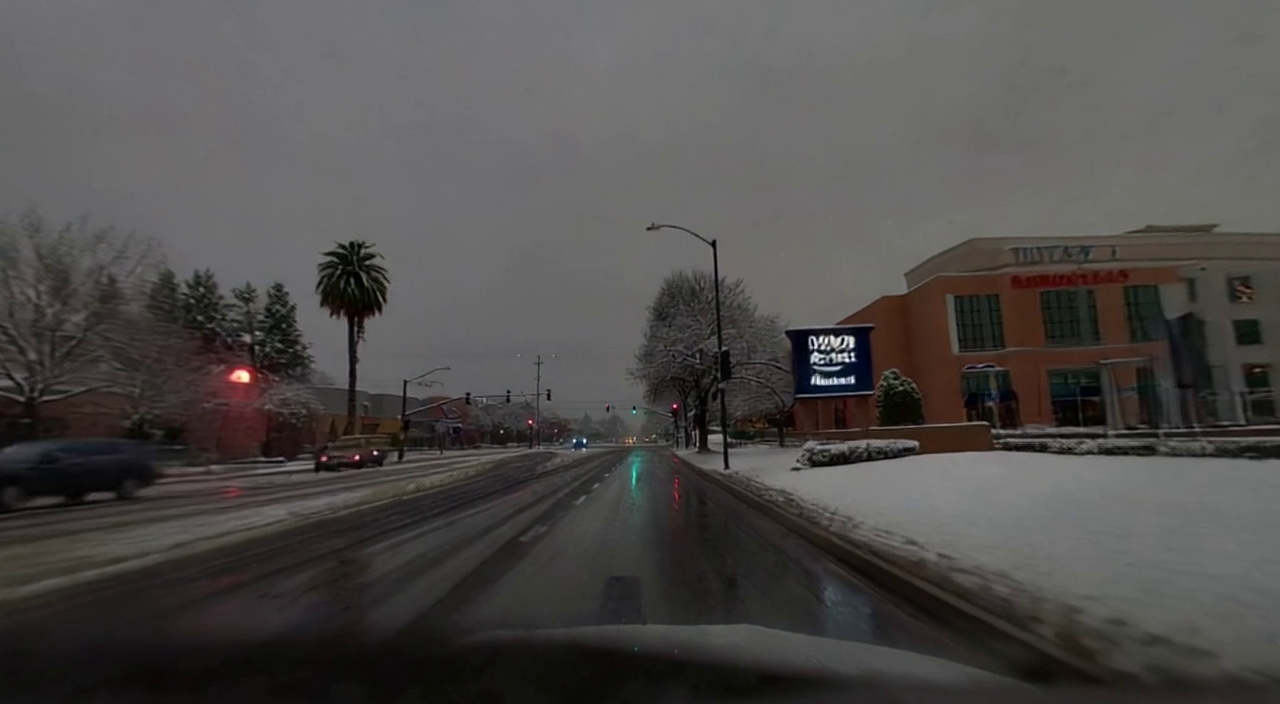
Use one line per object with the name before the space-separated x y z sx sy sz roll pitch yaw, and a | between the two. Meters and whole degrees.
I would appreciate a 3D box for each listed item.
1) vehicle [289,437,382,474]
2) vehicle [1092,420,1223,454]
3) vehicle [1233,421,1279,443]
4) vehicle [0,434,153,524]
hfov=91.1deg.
vehicle | -16.757 5.709 34.938 2.221 1.832 5.572 0 -8 2
vehicle | 25.290 4.184 30.796 4.649 1.611 1.945 0 -8 0
vehicle | 45.242 5.674 44.581 4.301 1.498 1.875 0 -8 0
vehicle | -12.050 2.323 11.741 2.078 1.532 4.627 0 -8 1
